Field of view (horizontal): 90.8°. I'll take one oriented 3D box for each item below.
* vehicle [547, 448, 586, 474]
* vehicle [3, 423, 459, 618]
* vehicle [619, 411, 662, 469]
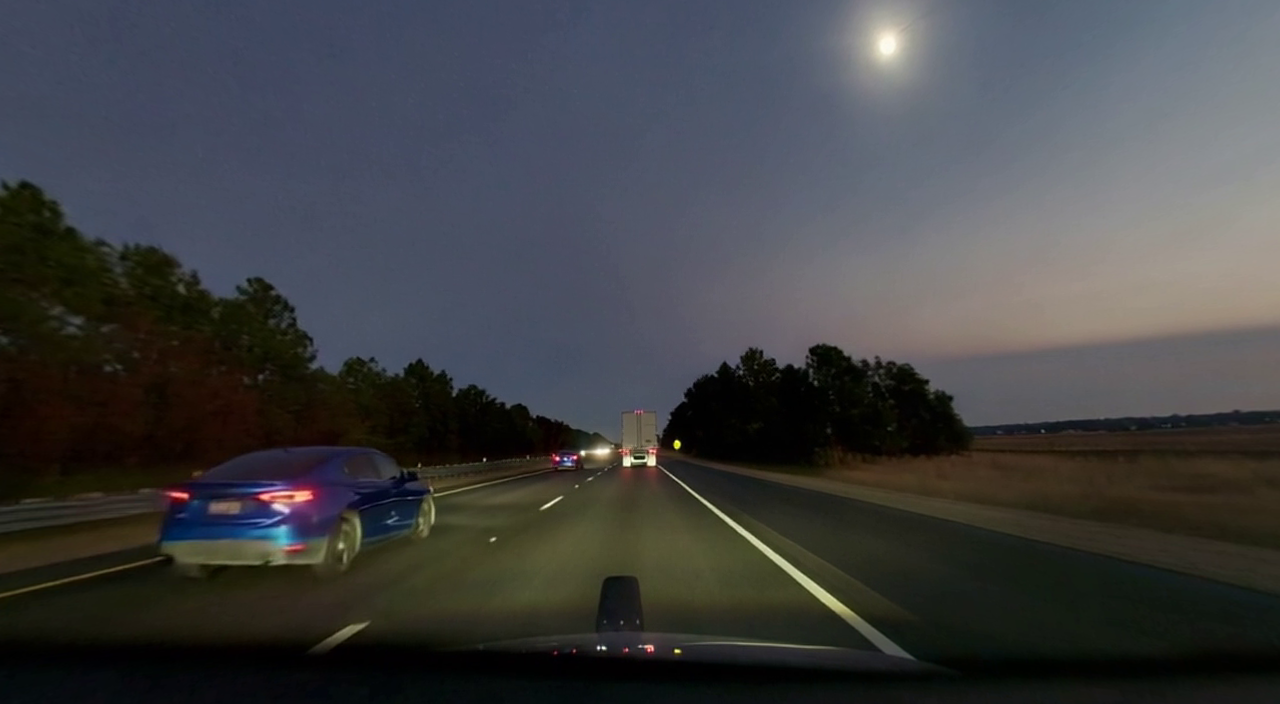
[{"bbox_3d":[-4.413,6.619,38.536,1.937,1.493,3.779,0,-9,0],"label":"vehicle"},{"bbox_3d":[-3.903,1.704,7.446,2.031,1.496,4.971,0,-9,0],"label":"vehicle"},{"bbox_3d":[-0.018,7.034,49.727,2.995,4.028,10.508,0,-9,0],"label":"vehicle"}]
